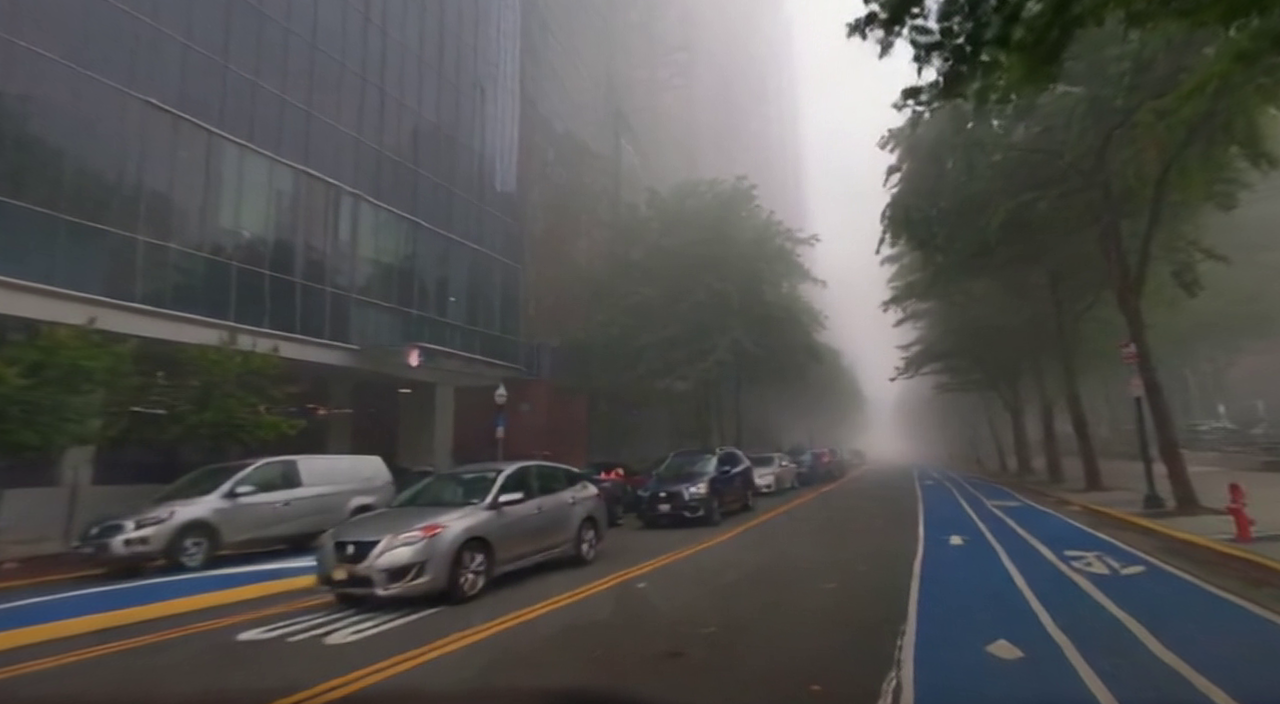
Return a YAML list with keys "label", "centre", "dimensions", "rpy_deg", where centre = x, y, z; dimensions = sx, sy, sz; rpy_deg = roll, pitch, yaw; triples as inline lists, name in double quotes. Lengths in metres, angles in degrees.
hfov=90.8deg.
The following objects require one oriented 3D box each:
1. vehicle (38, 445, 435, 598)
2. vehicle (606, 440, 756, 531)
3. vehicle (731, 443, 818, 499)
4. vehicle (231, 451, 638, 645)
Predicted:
- label: "vehicle"
  centre: [-6.972, 2.996, 12.149]
  dimensions: [2.348, 2.086, 6.107]
  rpy_deg: [-9, -12, 21]
- label: "vehicle"
  centre: [1.175, 3.116, 15.275]
  dimensions: [2.173, 1.814, 4.573]
  rpy_deg: [-5, -10, 22]
- label: "vehicle"
  centre: [5.127, 4.367, 23.619]
  dimensions: [2.225, 1.848, 4.472]
  rpy_deg: [-4, -10, 24]
- label: "vehicle"
  centre: [-1.934, 2.030, 7.861]
  dimensions: [2.017, 1.558, 4.888]
  rpy_deg: [-4, -10, 23]
